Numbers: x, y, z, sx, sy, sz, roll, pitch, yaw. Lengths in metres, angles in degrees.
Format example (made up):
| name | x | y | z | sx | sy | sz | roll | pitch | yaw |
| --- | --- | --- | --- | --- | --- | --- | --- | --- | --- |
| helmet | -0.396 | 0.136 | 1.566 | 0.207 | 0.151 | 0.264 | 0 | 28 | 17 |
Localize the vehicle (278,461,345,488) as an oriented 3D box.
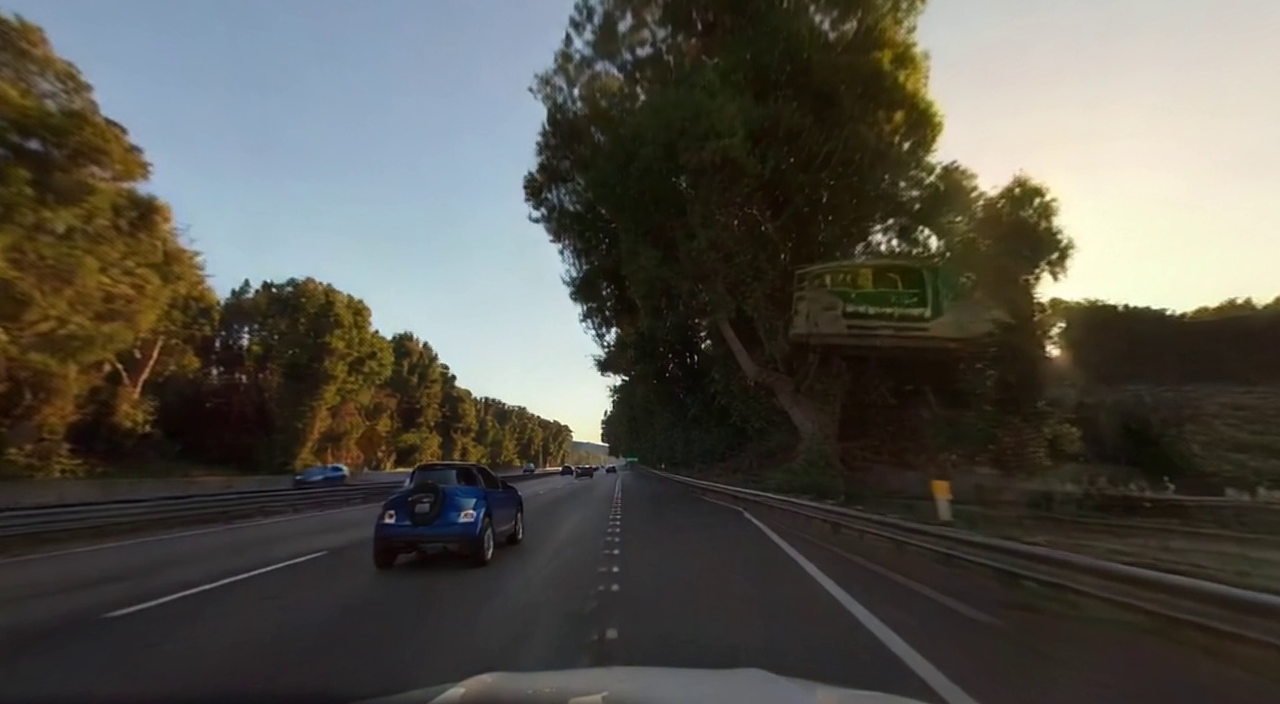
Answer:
| name | x | y | z | sx | sy | sz | roll | pitch | yaw |
| --- | --- | --- | --- | --- | --- | --- | --- | --- | --- |
| vehicle | -19.939 | 7.455 | 38.423 | 1.874 | 1.460 | 4.124 | 1 | -10 | -1 |
